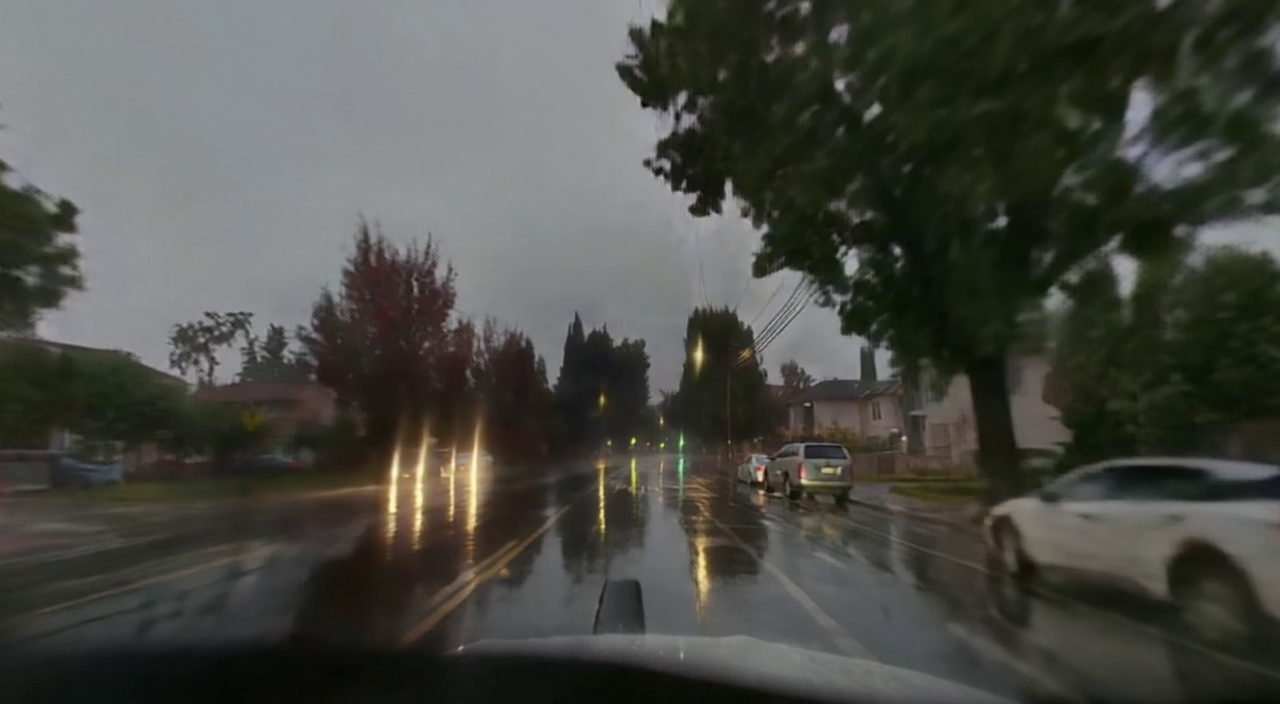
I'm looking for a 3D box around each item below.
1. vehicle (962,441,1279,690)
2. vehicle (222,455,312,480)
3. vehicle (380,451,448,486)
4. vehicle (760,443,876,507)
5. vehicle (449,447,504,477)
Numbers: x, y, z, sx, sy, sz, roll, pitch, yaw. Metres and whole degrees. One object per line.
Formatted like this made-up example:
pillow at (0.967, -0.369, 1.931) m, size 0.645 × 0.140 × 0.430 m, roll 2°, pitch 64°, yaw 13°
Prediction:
vehicle at (4.981, 1.580, 5.587) m, size 1.978 × 1.529 × 4.357 m, roll 0°, pitch -8°, yaw 1°
vehicle at (-23.234, 7.178, 39.283) m, size 4.326 × 1.468 × 2.025 m, roll 0°, pitch -9°, yaw 2°
vehicle at (-12.055, 6.242, 33.906) m, size 1.907 × 1.612 × 4.594 m, roll -3°, pitch -10°, yaw 1°
vehicle at (5.127, 3.587, 19.001) m, size 2.009 × 1.649 × 5.156 m, roll 0°, pitch -9°, yaw 0°
vehicle at (-11.563, 7.788, 44.945) m, size 2.225 × 1.887 × 5.672 m, roll -3°, pitch -9°, yaw 3°
